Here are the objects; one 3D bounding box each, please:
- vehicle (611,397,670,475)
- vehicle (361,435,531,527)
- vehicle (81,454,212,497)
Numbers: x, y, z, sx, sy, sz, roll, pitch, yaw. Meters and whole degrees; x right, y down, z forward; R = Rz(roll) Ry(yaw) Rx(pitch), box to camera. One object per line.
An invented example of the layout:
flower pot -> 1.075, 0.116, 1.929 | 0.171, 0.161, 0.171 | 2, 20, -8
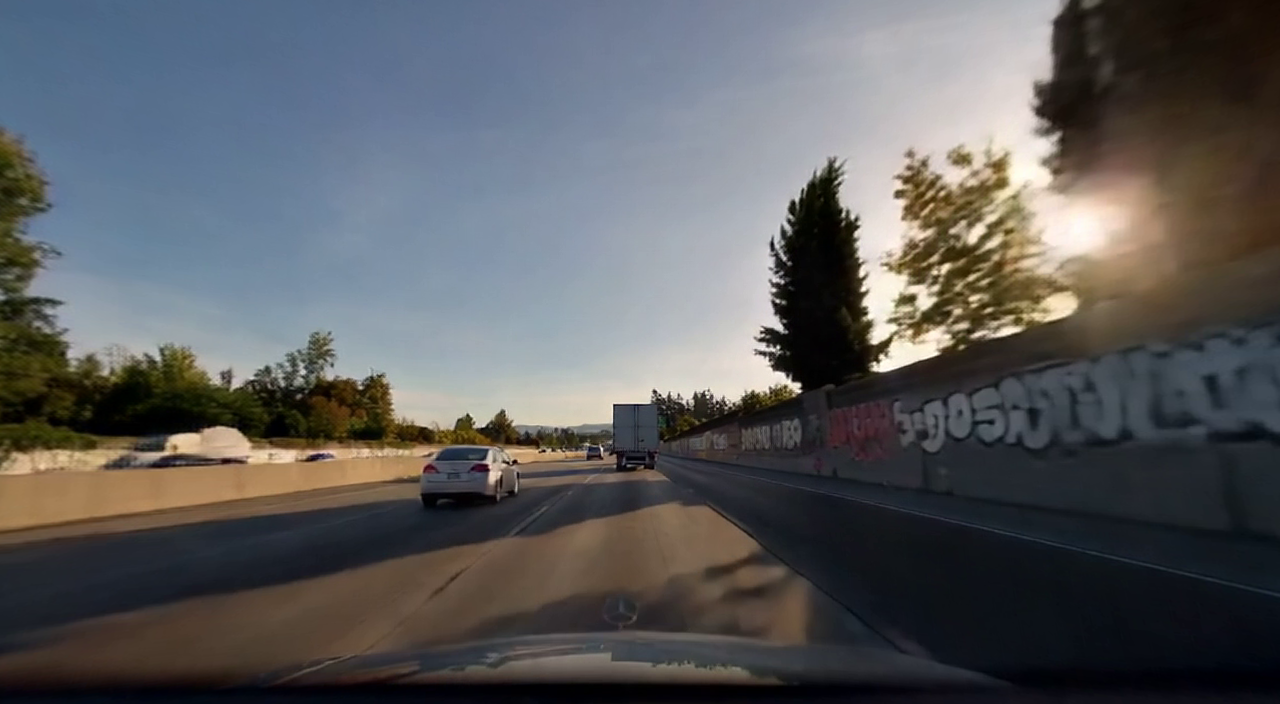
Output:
vehicle -> -0.122, 5.158, 37.803 | 3.042, 4.023, 10.832 | 0, -9, -2
vehicle -> -3.686, 2.535, 12.824 | 2.158, 1.538, 4.047 | 0, -9, 0
vehicle -> -19.458, 4.836, 24.973 | 1.853, 1.495, 4.151 | 0, -9, -1
